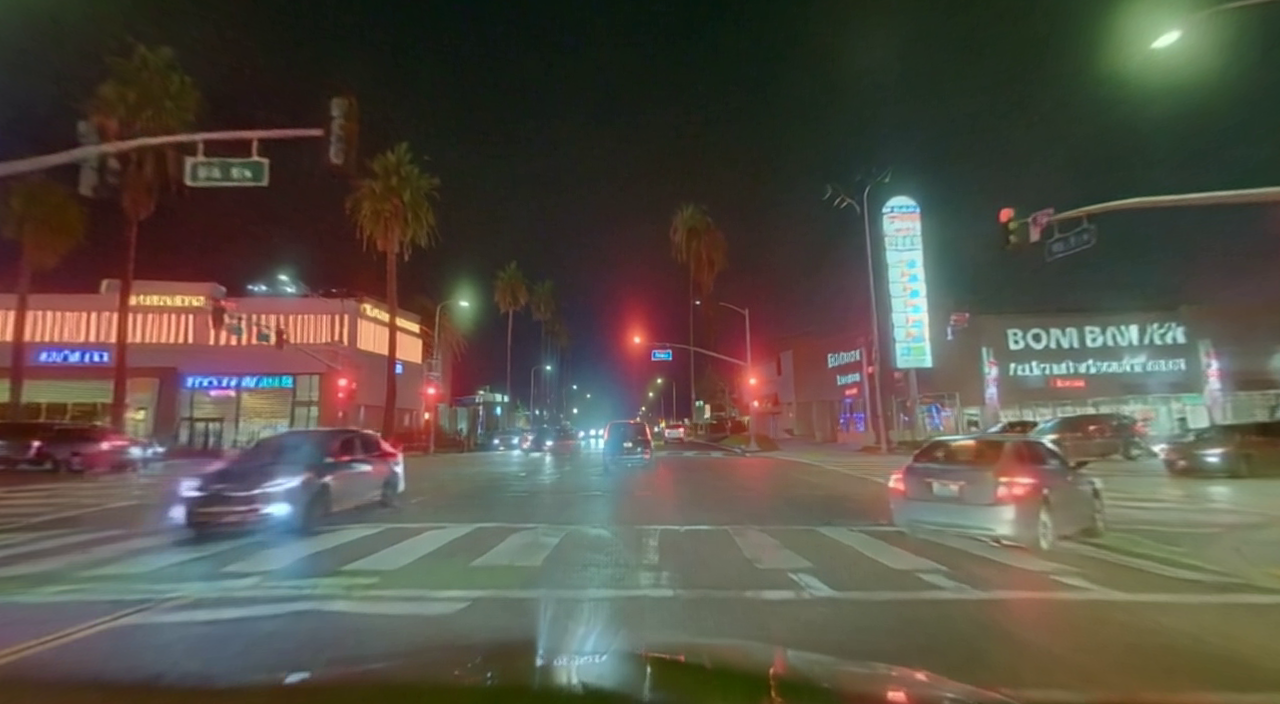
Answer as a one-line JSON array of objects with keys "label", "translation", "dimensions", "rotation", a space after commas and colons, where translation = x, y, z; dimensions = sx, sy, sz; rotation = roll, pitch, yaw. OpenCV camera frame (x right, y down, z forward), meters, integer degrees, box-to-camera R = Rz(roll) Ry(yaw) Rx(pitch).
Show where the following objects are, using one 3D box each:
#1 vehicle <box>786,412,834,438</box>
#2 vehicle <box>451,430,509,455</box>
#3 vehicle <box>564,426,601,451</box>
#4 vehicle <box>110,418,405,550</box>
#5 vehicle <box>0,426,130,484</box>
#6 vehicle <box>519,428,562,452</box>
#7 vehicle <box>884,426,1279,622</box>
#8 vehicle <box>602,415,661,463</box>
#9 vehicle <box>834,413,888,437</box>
[{"label": "vehicle", "translation": [11.419, 5.001, 42.718], "dimensions": [1.899, 1.550, 4.531], "rotation": [-1, -9, -1]}, {"label": "vehicle", "translation": [-9.933, 5.710, 39.686], "dimensions": [2.002, 1.470, 4.388], "rotation": [-1, -9, 8]}, {"label": "vehicle", "translation": [-3.592, 5.544, 40.189], "dimensions": [1.921, 1.491, 4.332], "rotation": [0, -8, 1]}, {"label": "vehicle", "translation": [-5.777, 2.033, 10.441], "dimensions": [2.040, 1.670, 4.508], "rotation": [0, -8, 0]}, {"label": "vehicle", "translation": [-20.881, 3.462, 21.308], "dimensions": [5.674, 1.804, 2.190], "rotation": [-1, -8, 5]}, {"label": "vehicle", "translation": [-6.561, 5.883, 42.235], "dimensions": [2.032, 1.508, 4.661], "rotation": [0, -8, 1]}, {"label": "vehicle", "translation": [4.559, 1.635, 7.114], "dimensions": [1.963, 1.449, 4.653], "rotation": [-1, -8, 3]}, {"label": "vehicle", "translation": [-0.369, 3.668, 26.473], "dimensions": [2.264, 1.798, 4.531], "rotation": [0, -8, -1]}, {"label": "vehicle", "translation": [14.134, 4.732, 40.645], "dimensions": [1.797, 1.443, 4.451], "rotation": [-1, -7, -1]}]
